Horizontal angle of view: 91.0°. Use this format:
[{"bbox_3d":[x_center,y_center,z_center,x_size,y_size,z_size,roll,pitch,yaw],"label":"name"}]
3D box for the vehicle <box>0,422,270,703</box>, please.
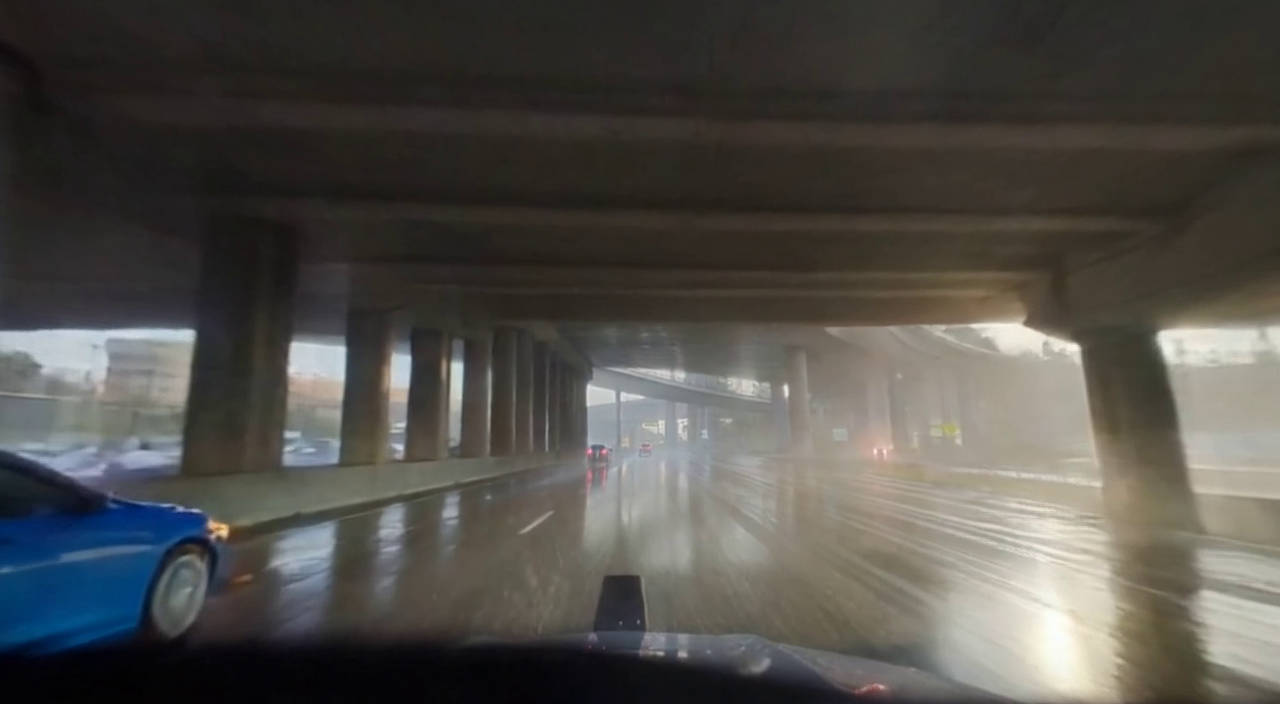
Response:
[{"bbox_3d":[-3.952,1.041,2.756,2.044,1.478,4.114,0,-9,2],"label":"vehicle"}]
